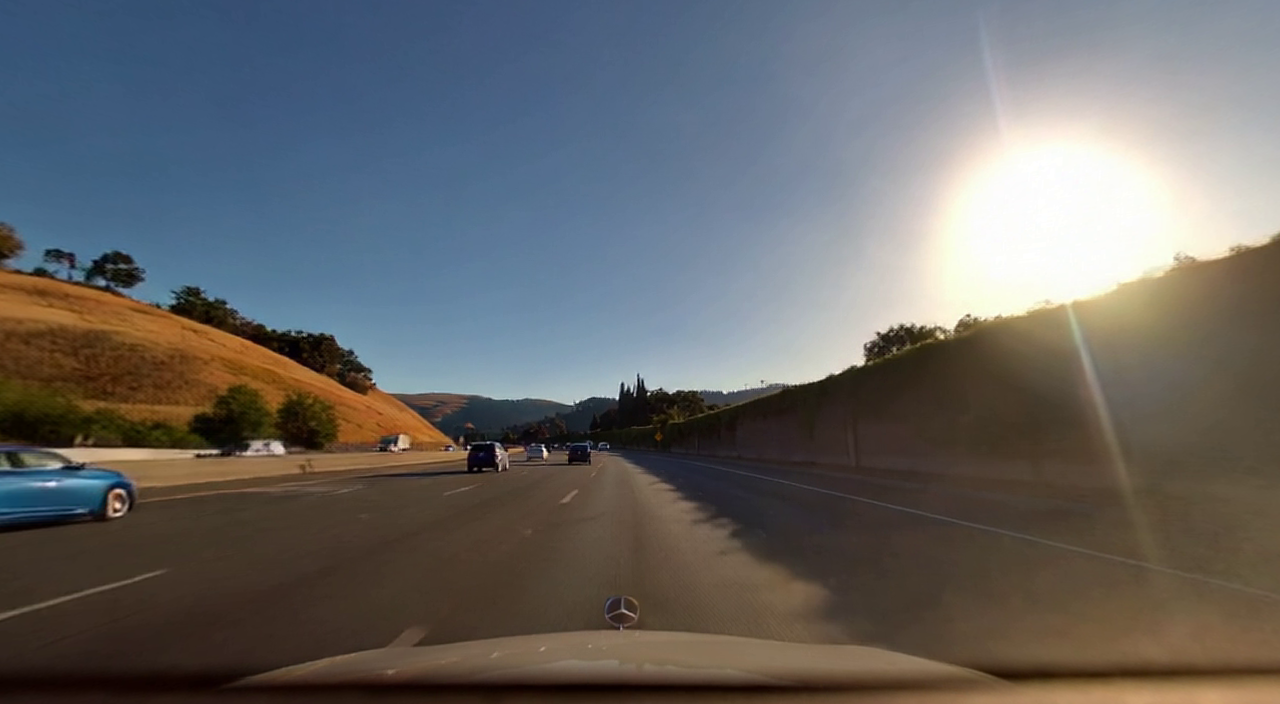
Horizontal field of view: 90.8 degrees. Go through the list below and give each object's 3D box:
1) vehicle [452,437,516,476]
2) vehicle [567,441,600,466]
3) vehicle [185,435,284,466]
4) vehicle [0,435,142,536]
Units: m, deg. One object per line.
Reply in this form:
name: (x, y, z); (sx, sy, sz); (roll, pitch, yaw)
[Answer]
vehicle: (-7.752, 5.234, 31.884); (2.074, 1.768, 4.805); (0, -9, -1)
vehicle: (-4.050, 7.342, 45.834); (2.115, 1.713, 4.263); (0, -9, -2)
vehicle: (-27.025, 6.615, 42.488); (2.526, 1.908, 6.156); (0, -9, 0)
vehicle: (-10.431, 1.999, 9.537); (1.949, 1.475, 4.740); (0, -9, 0)
